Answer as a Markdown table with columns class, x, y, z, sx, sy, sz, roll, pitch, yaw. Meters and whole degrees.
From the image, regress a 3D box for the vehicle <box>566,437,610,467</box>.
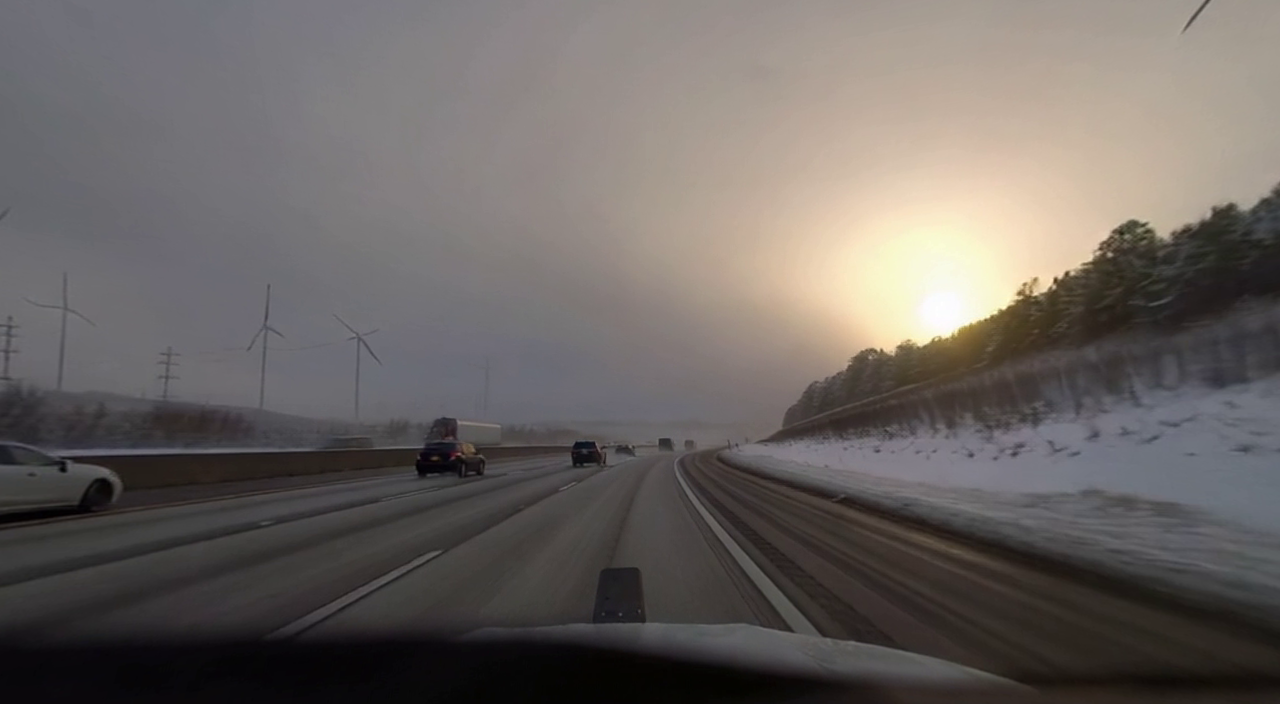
| class | x | y | z | sx | sy | sz | roll | pitch | yaw |
| --- | --- | --- | --- | --- | --- | --- | --- | --- | --- |
| vehicle | -3.155 | 6.212 | 39.280 | 2.118 | 1.702 | 4.355 | -1 | -9 | 4 |

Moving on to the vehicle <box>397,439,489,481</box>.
| class | x | y | z | sx | sy | sz | roll | pitch | yaw |
| --- | --- | --- | --- | --- | --- | --- | --- | --- | --- |
| vehicle | -7.779 | 4.320 | 25.438 | 2.015 | 1.537 | 4.728 | 0 | -9 | 2 |
